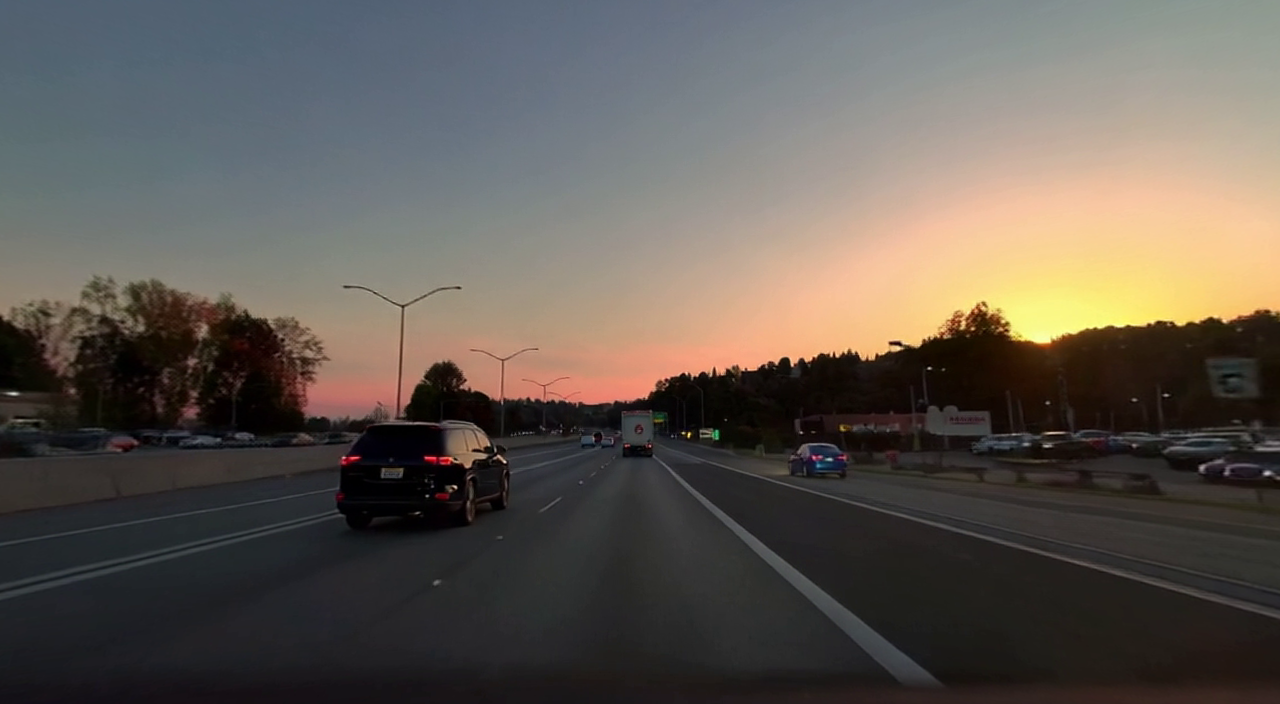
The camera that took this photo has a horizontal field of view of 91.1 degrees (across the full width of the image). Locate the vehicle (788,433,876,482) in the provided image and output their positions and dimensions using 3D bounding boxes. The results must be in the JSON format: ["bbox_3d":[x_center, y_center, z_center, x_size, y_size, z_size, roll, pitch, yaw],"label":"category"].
[{"bbox_3d":[7.228,4.023,24.130,1.958,1.681,4.109,0,-9,-2],"label":"vehicle"}]

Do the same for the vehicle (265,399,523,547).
[{"bbox_3d":[-3.509,1.872,10.313,2.178,1.826,4.933,0,-9,1],"label":"vehicle"}]

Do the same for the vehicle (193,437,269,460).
[{"bbox_3d":[-29.074,6.882,44.855,2.159,1.556,4.729,0,-9,1],"label":"vehicle"}]
